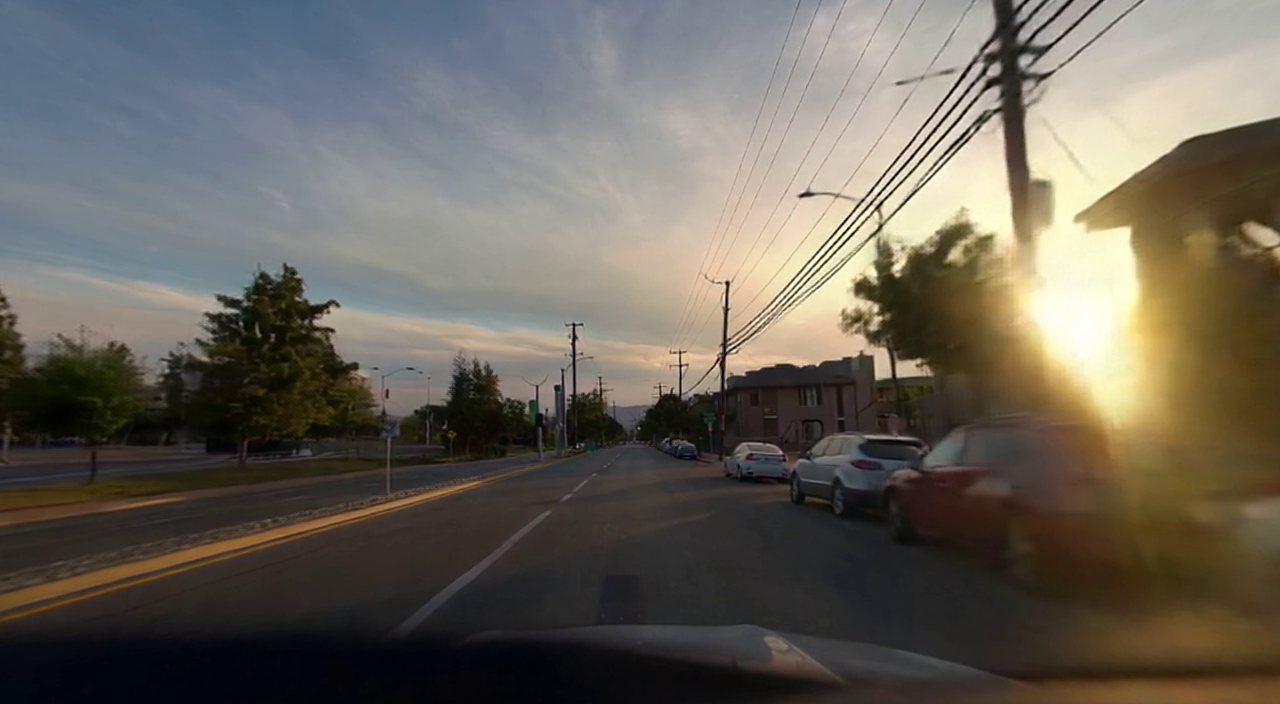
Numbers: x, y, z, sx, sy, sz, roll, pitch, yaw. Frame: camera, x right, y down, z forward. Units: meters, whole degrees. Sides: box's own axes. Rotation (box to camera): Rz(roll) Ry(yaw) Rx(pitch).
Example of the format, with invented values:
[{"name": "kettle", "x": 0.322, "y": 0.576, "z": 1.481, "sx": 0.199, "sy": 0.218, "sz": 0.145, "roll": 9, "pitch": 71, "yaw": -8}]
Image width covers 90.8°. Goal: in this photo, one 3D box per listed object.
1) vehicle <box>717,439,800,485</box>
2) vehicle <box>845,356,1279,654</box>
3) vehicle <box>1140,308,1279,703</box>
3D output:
[{"name": "vehicle", "x": 3.998, "y": 3.777, "z": 22.079, "sx": 1.994, "sy": 1.422, "sz": 4.595, "roll": 0, "pitch": -8, "yaw": 0}, {"name": "vehicle", "x": 4.070, "y": 1.335, "z": 6.653, "sx": 2.062, "sy": 1.880, "sz": 5.178, "roll": 0, "pitch": -8, "yaw": 0}, {"name": "vehicle", "x": 4.004, "y": 0.514, "z": 1.103, "sx": 2.056, "sy": 1.941, "sz": 4.955, "roll": 0, "pitch": -8, "yaw": -2}]
